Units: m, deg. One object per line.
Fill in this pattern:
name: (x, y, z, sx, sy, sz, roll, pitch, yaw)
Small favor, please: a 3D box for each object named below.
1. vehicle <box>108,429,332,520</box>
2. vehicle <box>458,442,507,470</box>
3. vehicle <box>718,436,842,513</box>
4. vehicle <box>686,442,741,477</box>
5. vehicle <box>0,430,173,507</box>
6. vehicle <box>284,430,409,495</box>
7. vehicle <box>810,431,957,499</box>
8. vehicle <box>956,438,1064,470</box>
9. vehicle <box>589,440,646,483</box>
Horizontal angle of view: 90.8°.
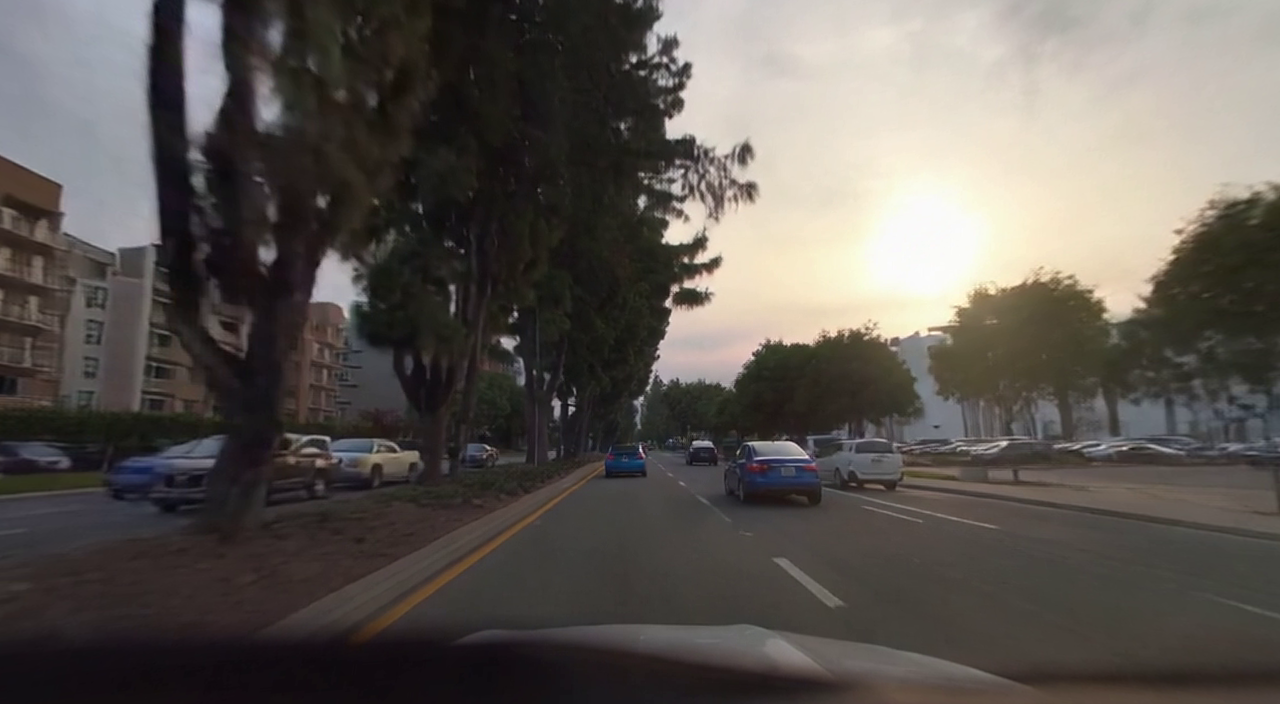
vehicle: (-9.006, 2.629, 14.169, 2.019, 1.668, 4.433, -1, -8, -1)
vehicle: (-9.510, 6.315, 38.471, 1.953, 1.612, 4.204, 0, -9, -1)
vehicle: (2.995, 2.719, 14.424, 1.852, 1.498, 3.825, 0, -9, -2)
vehicle: (3.286, 4.891, 28.975, 1.908, 1.453, 4.230, 0, -9, -2)
vehicle: (-16.256, 3.279, 18.208, 1.978, 1.905, 4.702, 0, -9, -1)
vehicle: (-9.077, 3.454, 20.018, 1.927, 1.788, 4.541, 1, -9, -3)
vehicle: (7.143, 3.407, 19.360, 2.224, 1.772, 5.325, 0, -9, -2)
vehicle: (20.528, 5.690, 35.201, 4.697, 1.691, 2.106, 0, -9, -1)
vehicle: (-0.799, 4.120, 23.921, 1.994, 1.479, 3.647, 0, -9, 0)
